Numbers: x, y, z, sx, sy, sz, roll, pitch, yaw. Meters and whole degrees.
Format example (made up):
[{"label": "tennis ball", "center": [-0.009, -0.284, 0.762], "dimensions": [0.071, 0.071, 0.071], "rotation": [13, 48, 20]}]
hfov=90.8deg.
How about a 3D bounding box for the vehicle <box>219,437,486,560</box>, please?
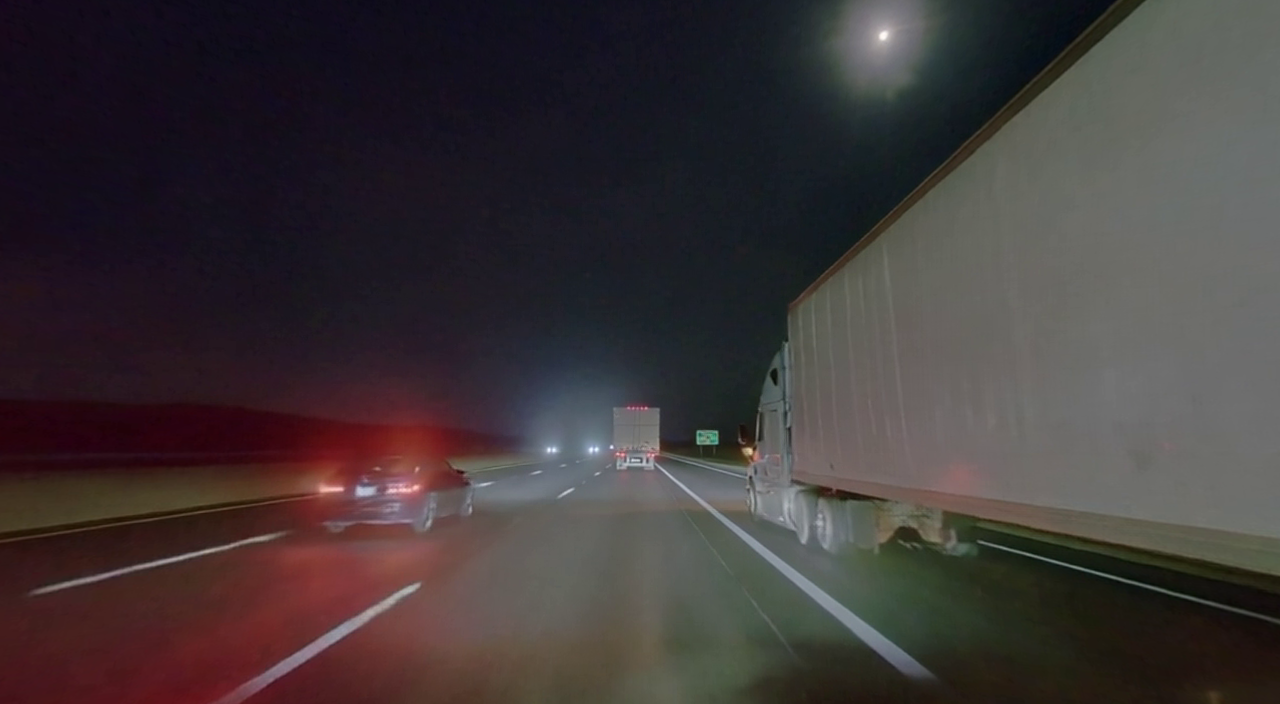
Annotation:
[{"label": "vehicle", "center": [-4.123, 2.176, 10.249], "dimensions": [1.892, 1.471, 5.047], "rotation": [0, -9, 1]}]
